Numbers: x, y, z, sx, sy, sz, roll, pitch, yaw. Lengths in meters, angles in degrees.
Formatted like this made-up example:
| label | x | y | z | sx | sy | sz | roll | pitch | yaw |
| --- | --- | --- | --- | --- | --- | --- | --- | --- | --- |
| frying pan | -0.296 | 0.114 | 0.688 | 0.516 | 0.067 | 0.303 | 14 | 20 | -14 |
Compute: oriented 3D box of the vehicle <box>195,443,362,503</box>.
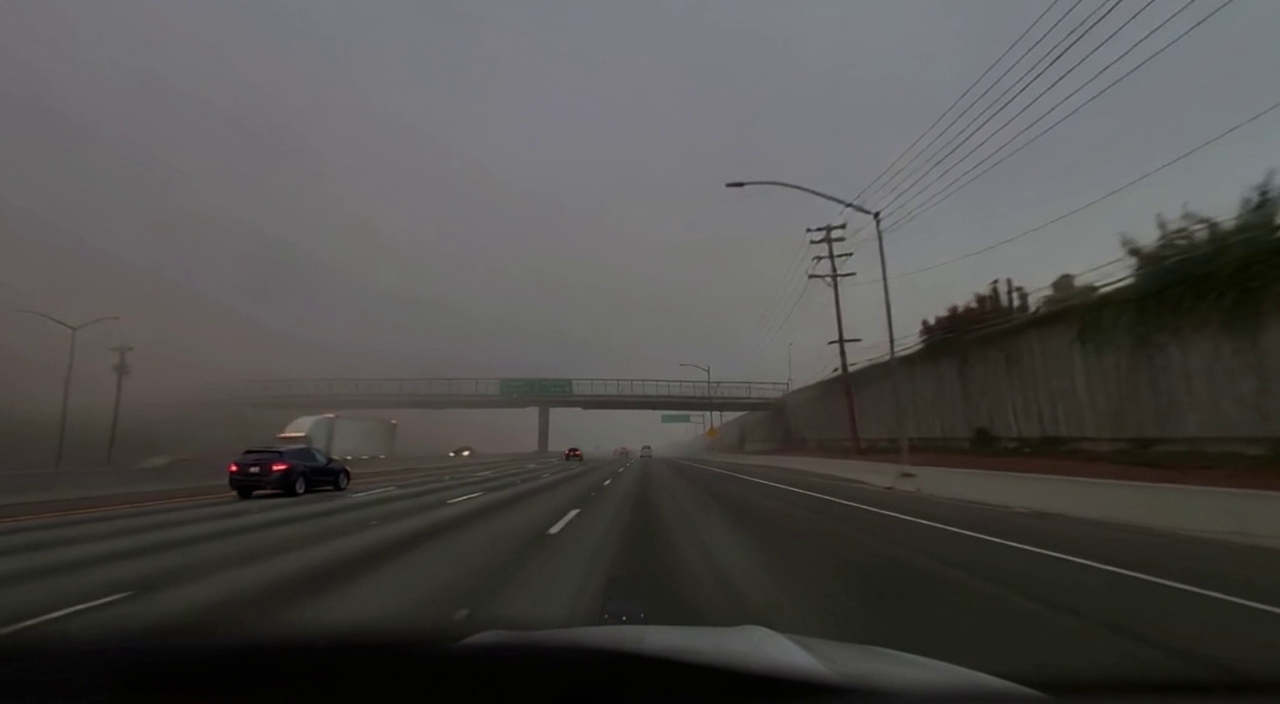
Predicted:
| label | x | y | z | sx | sy | sz | roll | pitch | yaw |
| --- | --- | --- | --- | --- | --- | --- | --- | --- | --- |
| vehicle | -10.113 | 3.376 | 18.179 | 2.056 | 1.476 | 4.562 | 0 | -8 | 1 |

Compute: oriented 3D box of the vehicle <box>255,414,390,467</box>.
| label | x | y | z | sx | sy | sz | roll | pitch | yaw |
| --- | --- | --- | --- | --- | --- | --- | --- | --- | --- |
| vehicle | -23.426 | 6.759 | 48.087 | 2.941 | 3.391 | 14.236 | 0 | -8 | 0 |
